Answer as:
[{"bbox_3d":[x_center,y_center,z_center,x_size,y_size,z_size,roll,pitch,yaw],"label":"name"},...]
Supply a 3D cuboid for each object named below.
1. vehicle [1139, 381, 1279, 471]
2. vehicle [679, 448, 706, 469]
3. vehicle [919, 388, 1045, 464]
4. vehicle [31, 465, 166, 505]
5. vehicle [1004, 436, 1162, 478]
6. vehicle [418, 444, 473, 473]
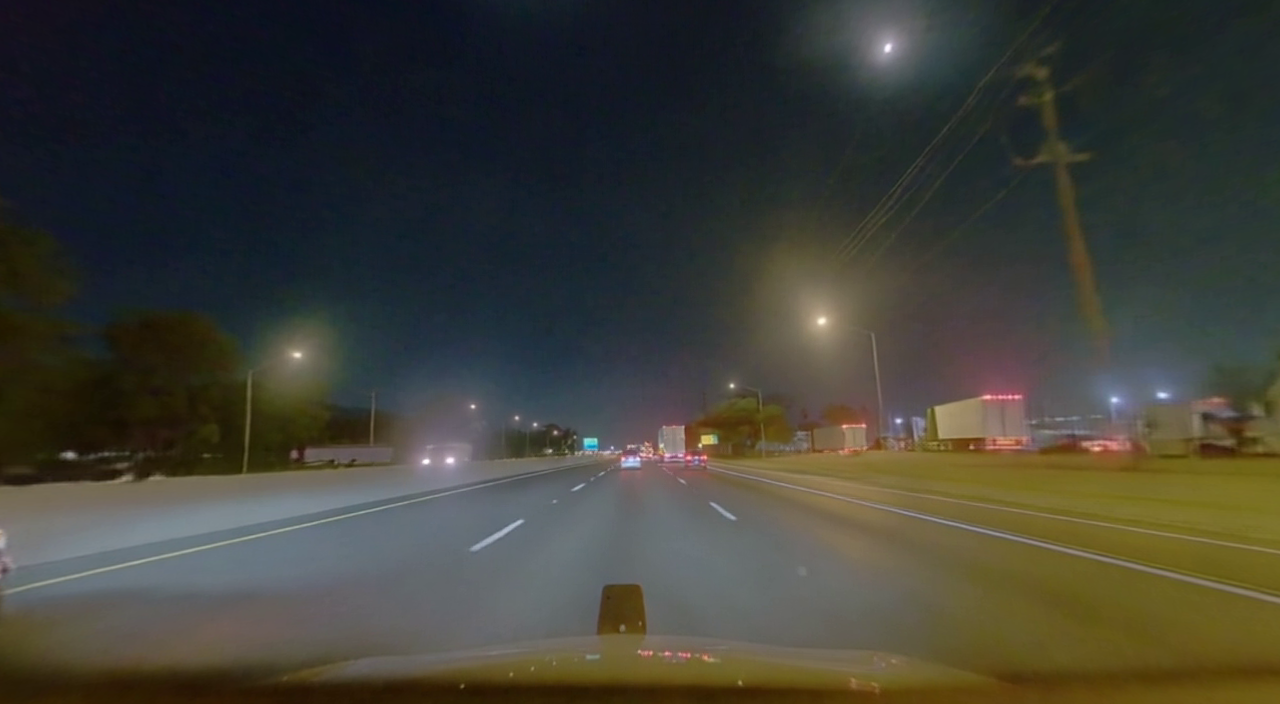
[{"bbox_3d":[31.682,3.581,30.746,2.917,4.219,14.528,-3,-8,1],"label":"vehicle"},{"bbox_3d":[4.019,8.225,48.741,1.779,1.512,3.517,0,-9,0],"label":"vehicle"},{"bbox_3d":[22.799,5.189,43.024,2.948,4.403,10.315,-3,-8,2],"label":"vehicle"},{"bbox_3d":[-23.500,5.745,27.628,1.821,1.485,4.597,0,-9,0],"label":"vehicle"},{"bbox_3d":[22.816,5.490,33.125,2.735,1.910,7.423,0,-9,-2],"label":"vehicle"},{"bbox_3d":[-12.483,6.847,40.708,2.097,1.747,4.775,0,-9,-1],"label":"vehicle"}]
